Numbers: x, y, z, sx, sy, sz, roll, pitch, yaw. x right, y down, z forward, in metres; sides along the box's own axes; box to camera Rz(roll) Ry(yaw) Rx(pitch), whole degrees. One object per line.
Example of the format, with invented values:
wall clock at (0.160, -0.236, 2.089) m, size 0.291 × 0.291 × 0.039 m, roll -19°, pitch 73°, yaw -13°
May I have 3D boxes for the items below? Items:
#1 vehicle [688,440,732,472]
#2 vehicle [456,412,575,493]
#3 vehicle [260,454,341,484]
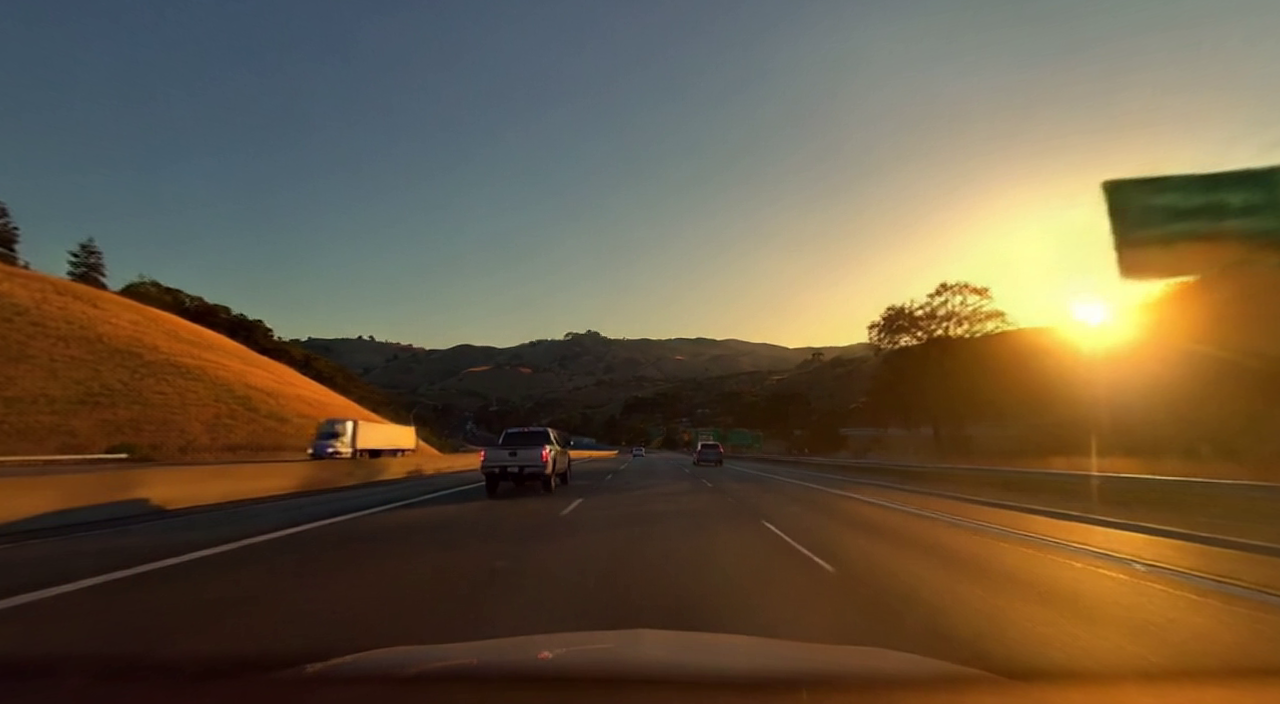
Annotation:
vehicle at (3.868, 5.830, 35.583) m, size 2.095 × 1.668 × 4.135 m, roll 0°, pitch -9°, yaw 1°
vehicle at (-3.759, 3.248, 20.585) m, size 2.496 × 2.203 × 6.317 m, roll 0°, pitch -9°, yaw 1°
vehicle at (-20.041, 6.897, 37.424) m, size 1.921 × 1.534 × 4.767 m, roll 0°, pitch -9°, yaw 3°
